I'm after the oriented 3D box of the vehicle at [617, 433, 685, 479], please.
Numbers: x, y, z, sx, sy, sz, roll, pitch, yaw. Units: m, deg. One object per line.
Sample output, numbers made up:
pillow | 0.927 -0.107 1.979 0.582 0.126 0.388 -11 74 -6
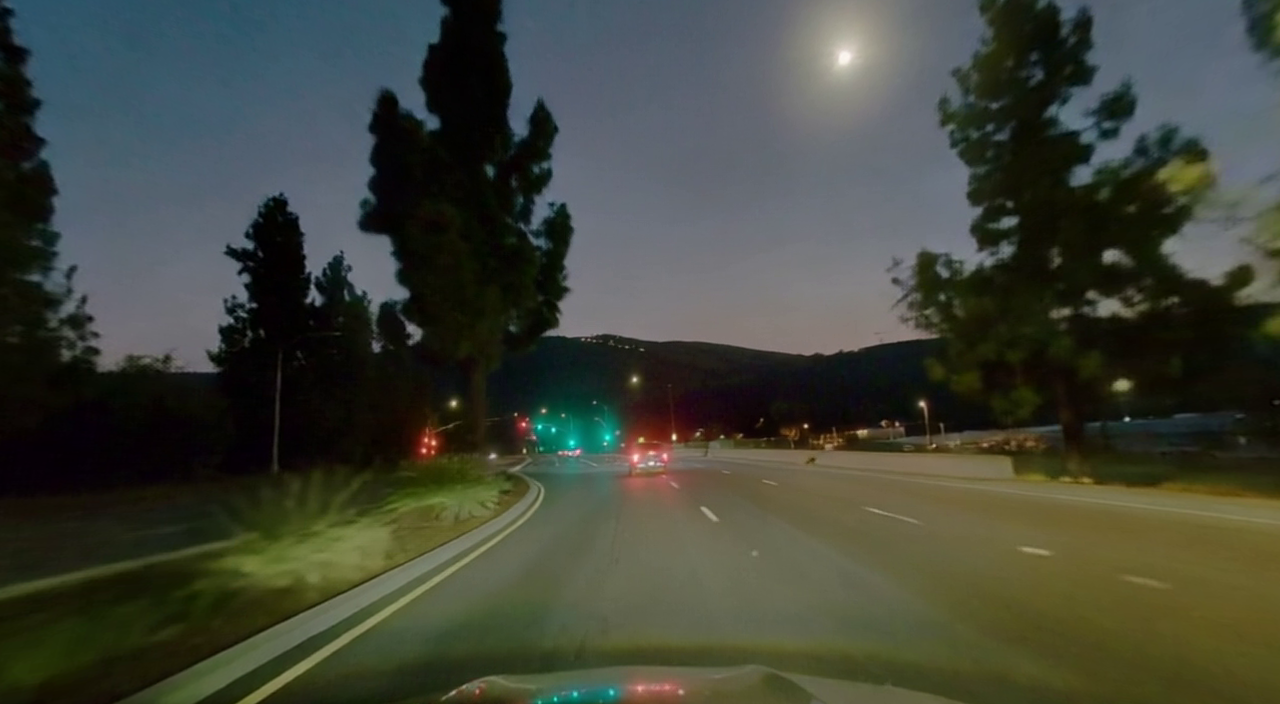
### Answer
vehicle | 0.359 4.376 26.730 2.253 1.756 4.313 1 -8 -7
